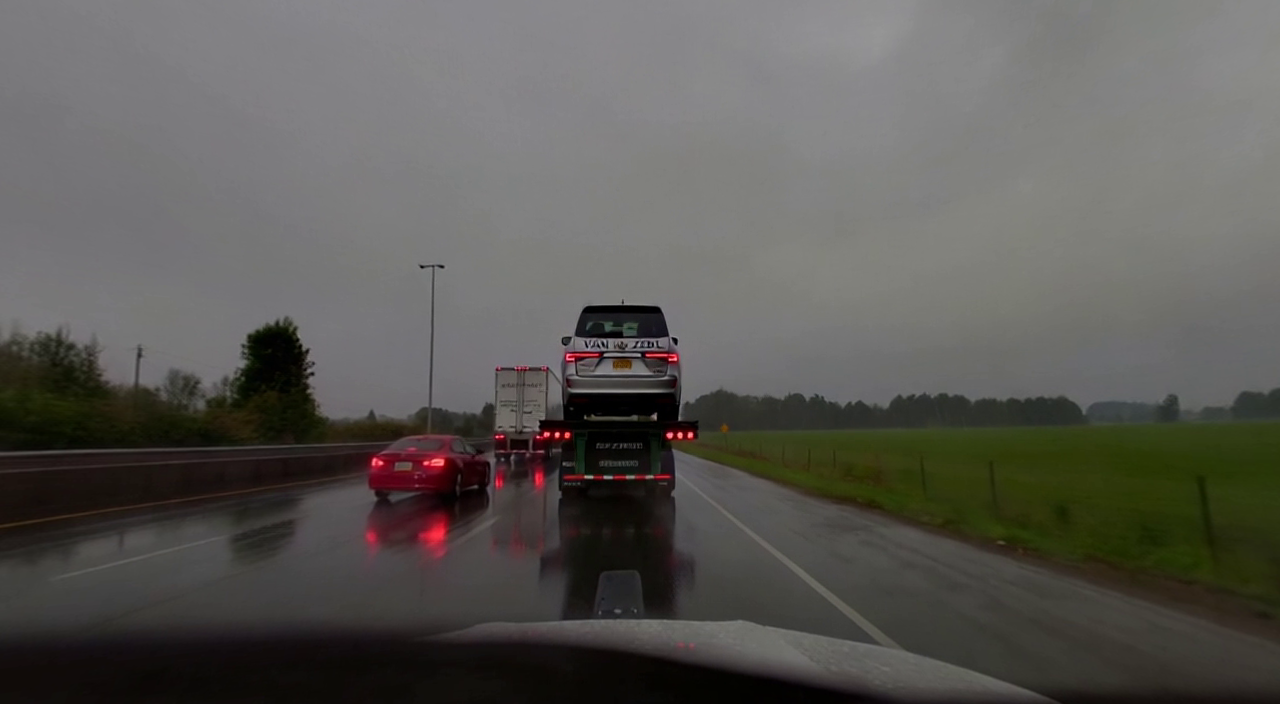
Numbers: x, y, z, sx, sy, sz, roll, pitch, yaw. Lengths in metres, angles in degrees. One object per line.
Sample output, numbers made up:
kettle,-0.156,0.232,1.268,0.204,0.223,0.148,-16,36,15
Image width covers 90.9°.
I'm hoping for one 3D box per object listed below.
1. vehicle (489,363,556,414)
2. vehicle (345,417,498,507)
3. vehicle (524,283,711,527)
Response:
vehicle,-4.758,1.611,26.199,2.118,1.799,4.591,0,-7,-3
vehicle,-4.589,2.351,14.050,1.914,1.675,4.331,0,-7,-1
vehicle,-0.481,1.350,14.015,2.738,3.628,9.223,0,-7,-2
